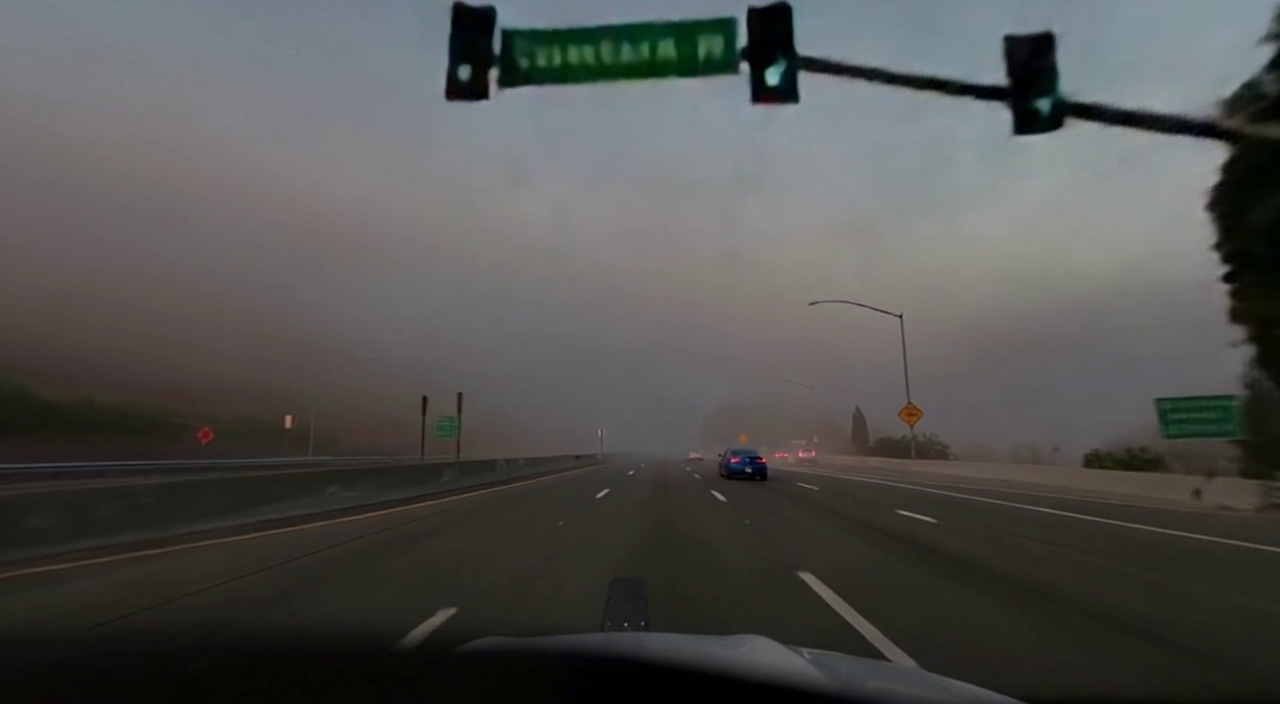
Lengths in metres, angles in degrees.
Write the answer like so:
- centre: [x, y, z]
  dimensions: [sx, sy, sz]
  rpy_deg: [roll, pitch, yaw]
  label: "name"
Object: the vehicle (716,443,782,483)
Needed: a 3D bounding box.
- centre: [4.331, 4.453, 25.688]
  dimensions: [1.916, 1.469, 4.481]
  rpy_deg: [0, -8, 0]
  label: "vehicle"
